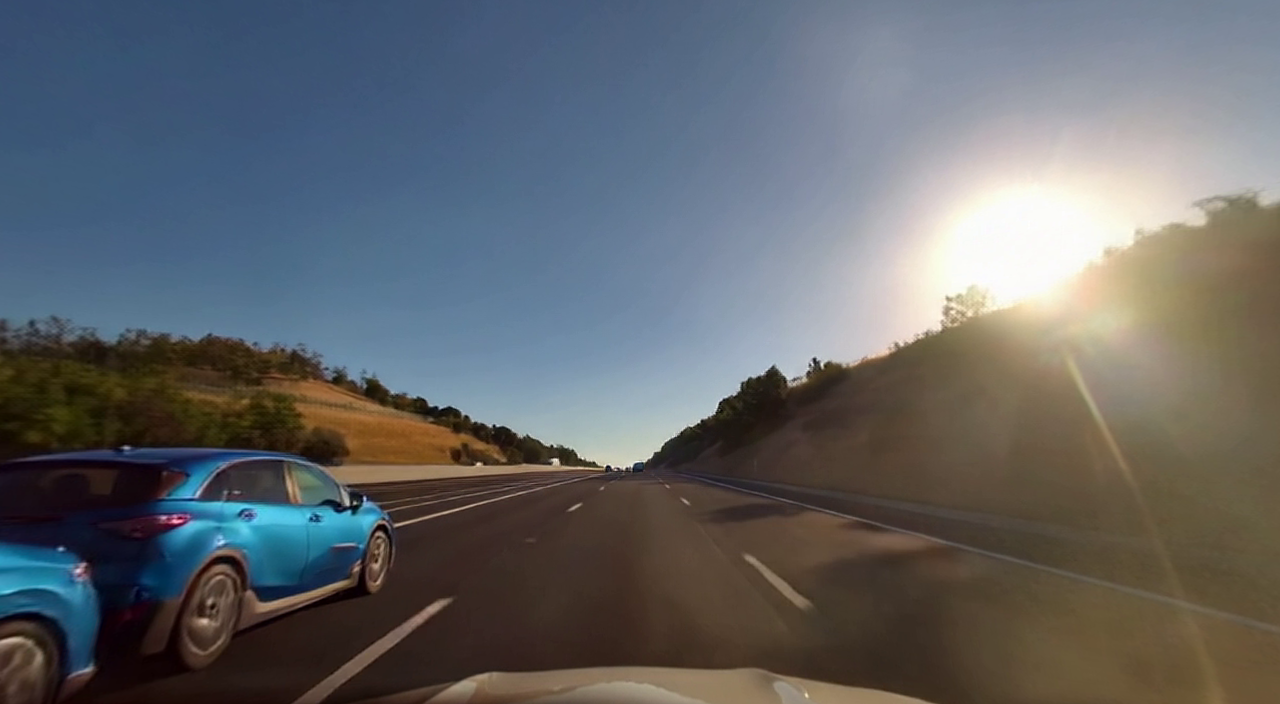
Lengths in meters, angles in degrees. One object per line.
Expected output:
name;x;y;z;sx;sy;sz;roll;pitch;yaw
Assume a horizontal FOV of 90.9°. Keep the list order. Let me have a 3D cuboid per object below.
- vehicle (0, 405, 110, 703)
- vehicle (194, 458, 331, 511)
vehicle;-3.252;0.598;0.363;2.016;1.506;4.387;1;-11;0
vehicle;-11.779;4.155;20.058;1.801;1.457;4.100;1;-10;0
